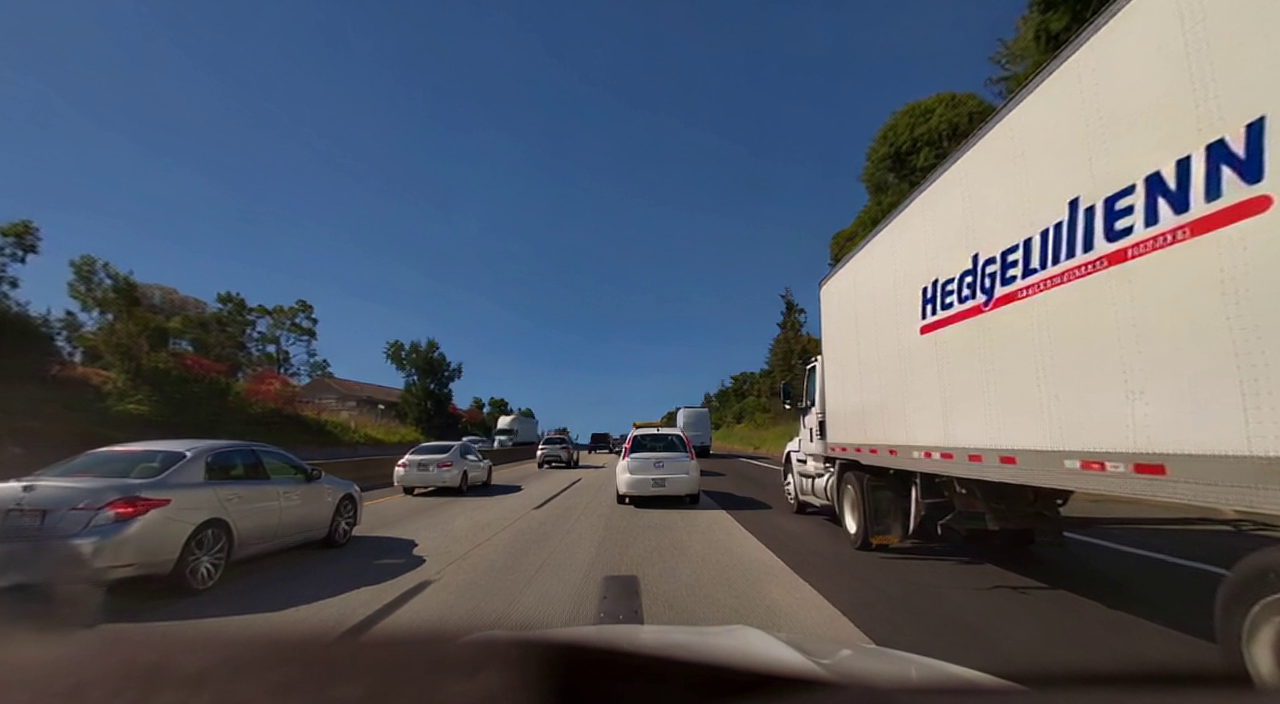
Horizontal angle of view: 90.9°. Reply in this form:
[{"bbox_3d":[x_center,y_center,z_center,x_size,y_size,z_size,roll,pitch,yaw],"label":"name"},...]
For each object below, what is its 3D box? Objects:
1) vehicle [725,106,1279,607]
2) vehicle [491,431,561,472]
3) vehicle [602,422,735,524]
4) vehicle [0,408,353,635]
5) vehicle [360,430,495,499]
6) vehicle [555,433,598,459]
[{"bbox_3d":[4.082,0.891,12.085,2.817,3.989,14.321,0,-8,0],"label":"vehicle"},{"bbox_3d":[-4.486,3.979,25.449,1.887,1.493,4.411,0,-8,1],"label":"vehicle"},{"bbox_3d":[0.394,2.045,11.191,1.973,1.505,3.568,0,-8,-1],"label":"vehicle"},{"bbox_3d":[-4.575,1.388,6.133,1.821,1.514,3.677,0,-8,0],"label":"vehicle"},{"bbox_3d":[-5.006,2.685,15.521,1.880,1.458,3.978,0,-8,1],"label":"vehicle"},{"bbox_3d":[-3.752,5.693,38.255,2.005,1.475,4.466,0,-8,2],"label":"vehicle"}]
